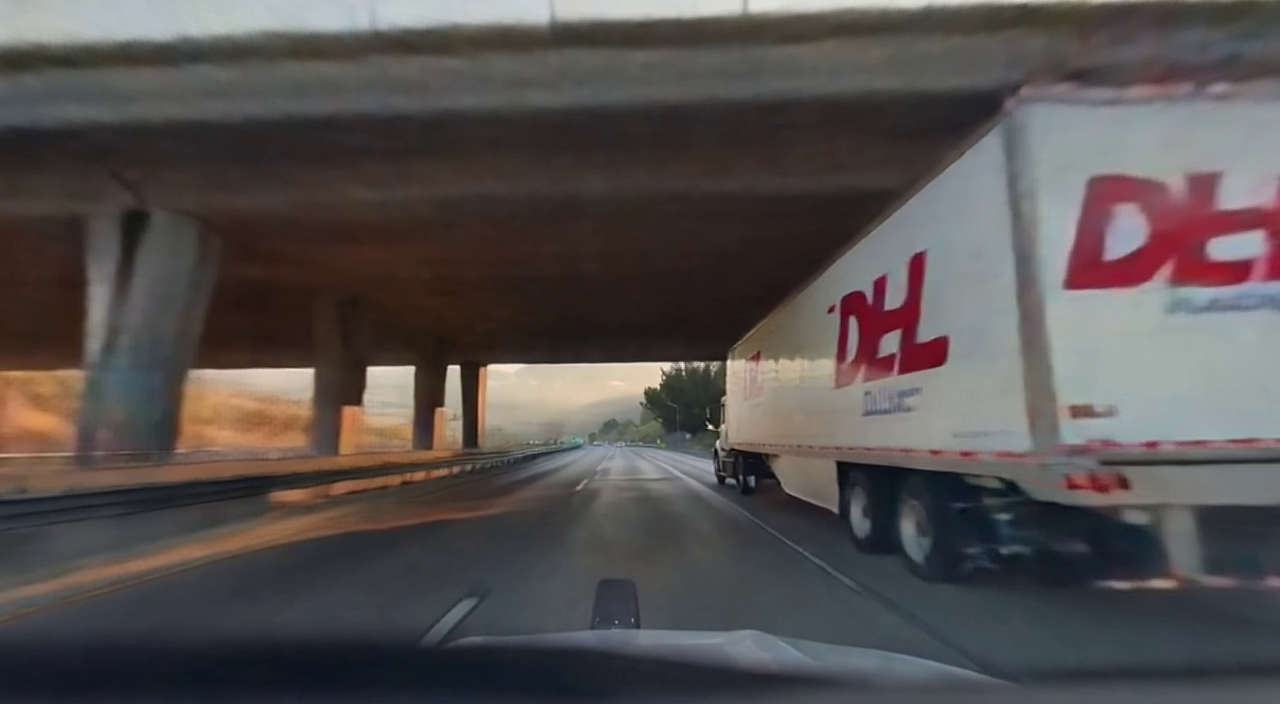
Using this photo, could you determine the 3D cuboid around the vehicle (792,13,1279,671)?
[{"bbox_3d":[4.510,0.370,7.827,2.880,3.918,8.254,0,-8,-2],"label":"vehicle"}]
